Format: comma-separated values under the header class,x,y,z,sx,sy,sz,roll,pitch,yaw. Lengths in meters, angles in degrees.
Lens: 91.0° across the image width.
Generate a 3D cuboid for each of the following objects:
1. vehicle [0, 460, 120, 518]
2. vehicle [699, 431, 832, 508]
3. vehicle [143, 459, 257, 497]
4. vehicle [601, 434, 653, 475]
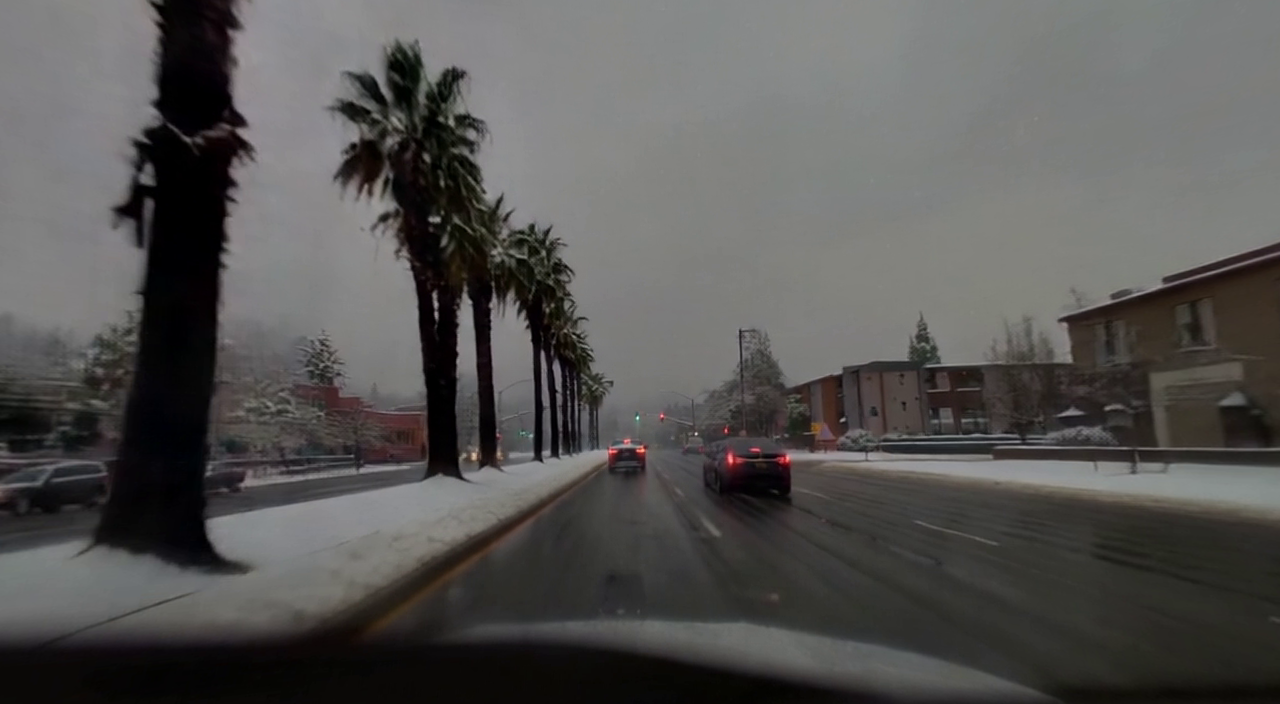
class,x,y,z,sx,sy,sz,roll,pitch,yaw
vehicle,-19.641,4.388,20.659,1.753,1.600,4.040,0,-8,-2
vehicle,2.828,2.793,15.472,2.195,1.590,4.668,0,-8,-2
vehicle,-19.467,5.568,28.120,1.847,1.466,4.530,0,-8,-1
vehicle,-0.597,4.857,30.088,2.277,1.816,4.192,0,-8,-1
